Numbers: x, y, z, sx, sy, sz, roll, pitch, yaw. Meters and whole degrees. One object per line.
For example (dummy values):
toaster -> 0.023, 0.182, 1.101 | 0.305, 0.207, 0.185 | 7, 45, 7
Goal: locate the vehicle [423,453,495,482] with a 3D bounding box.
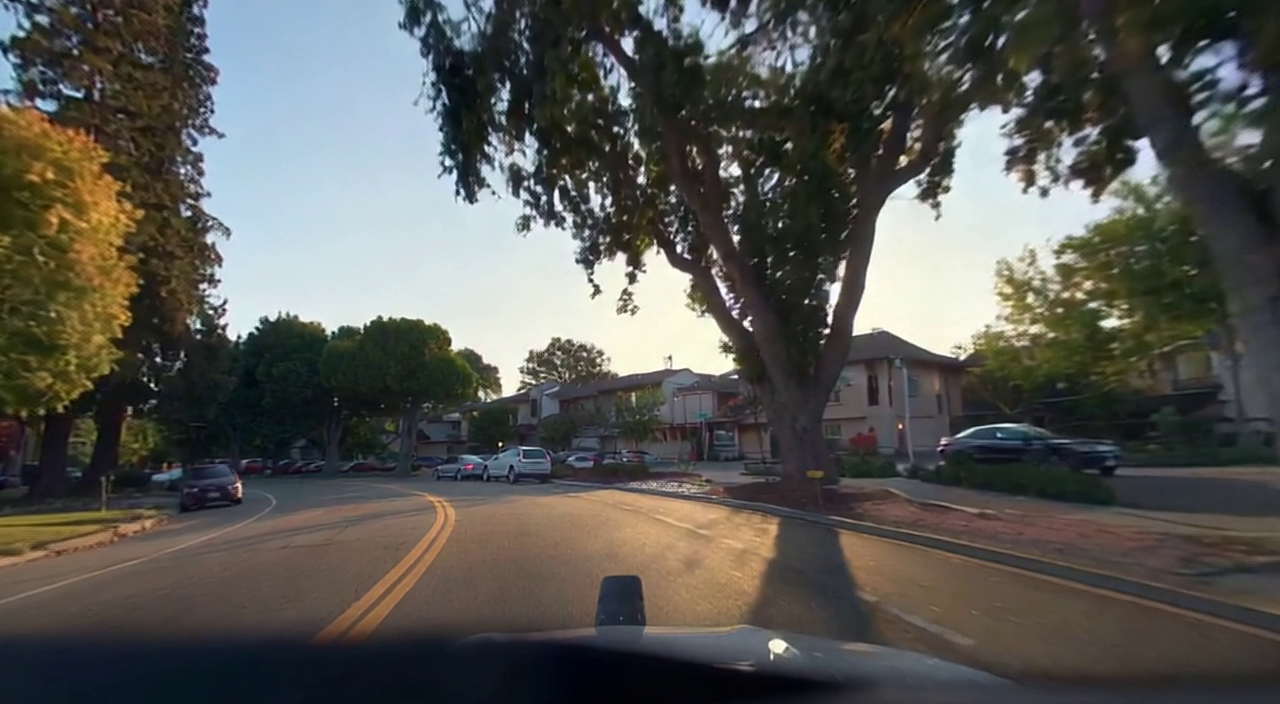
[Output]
vehicle -> -10.258, 6.463, 35.672 | 2.066, 1.509, 4.579 | 7, -11, -41

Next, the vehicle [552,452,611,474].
vehicle -> -4.096, 7.870, 44.918 | 2.218, 1.373, 4.156 | -5, -10, 29

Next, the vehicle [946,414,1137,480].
vehicle -> 11.112, 2.693, 17.889 | 4.248, 1.657, 1.940 | -4, -10, 27

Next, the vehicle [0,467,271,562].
vehicle -> -10.503, 3.195, 13.211 | 2.876, 1.170, 6.732 | -2, -8, -13

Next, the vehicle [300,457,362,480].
vehicle -> -22.259, 8.362, 45.426 | 4.713, 1.508, 1.884 | -6, -10, 35

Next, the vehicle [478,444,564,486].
vehicle -> -5.685, 5.230, 29.669 | 2.289, 1.785, 4.944 | 5, -10, -32
